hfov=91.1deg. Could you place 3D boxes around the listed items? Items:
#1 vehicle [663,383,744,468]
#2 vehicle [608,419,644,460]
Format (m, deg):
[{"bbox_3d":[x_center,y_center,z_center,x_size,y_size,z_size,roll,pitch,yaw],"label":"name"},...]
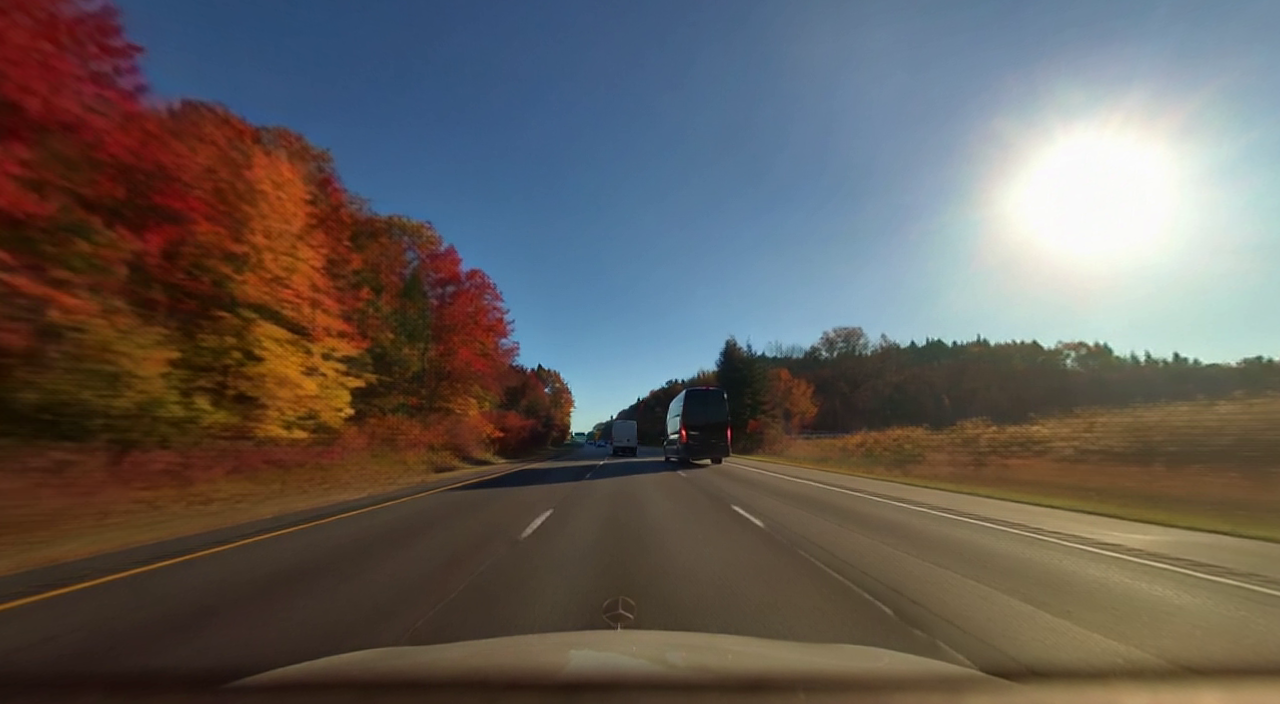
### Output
[{"bbox_3d":[3.290,4.425,37.029,3.128,4.087,13.351,0,-8,-1],"label":"vehicle"},{"bbox_3d":[-0.970,6.080,43.799,2.389,2.637,5.437,0,-8,-1],"label":"vehicle"}]
